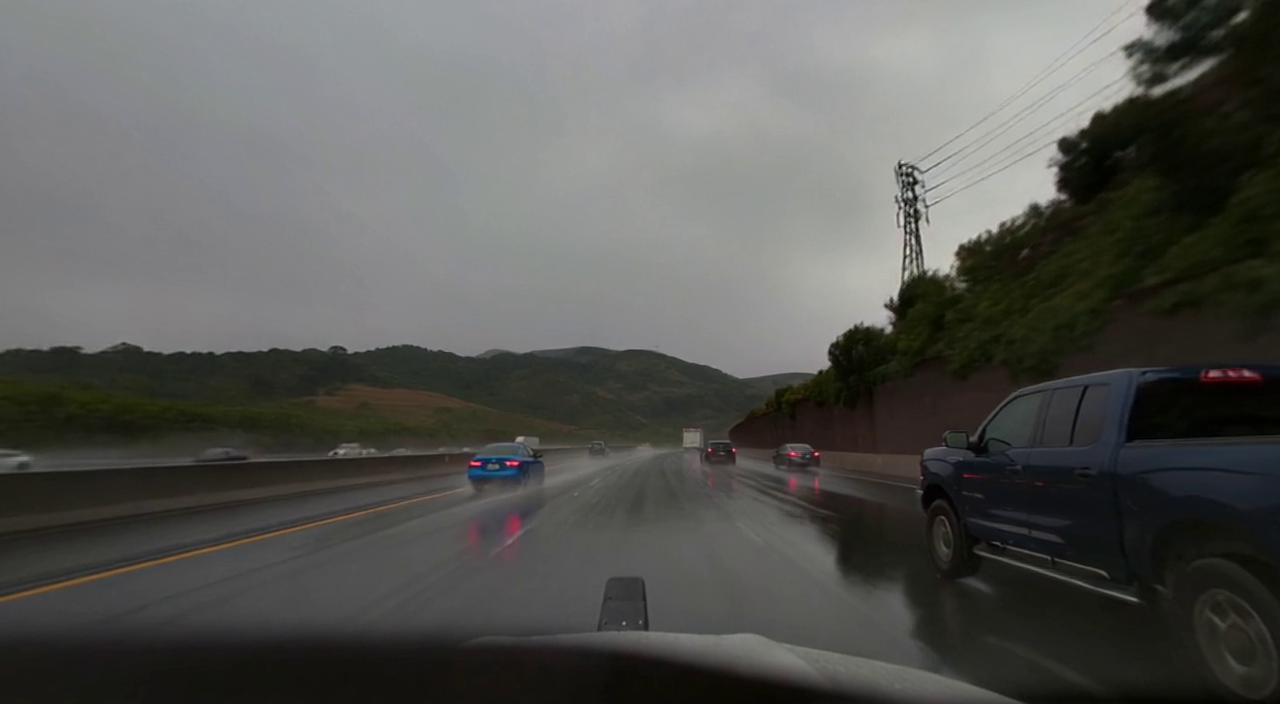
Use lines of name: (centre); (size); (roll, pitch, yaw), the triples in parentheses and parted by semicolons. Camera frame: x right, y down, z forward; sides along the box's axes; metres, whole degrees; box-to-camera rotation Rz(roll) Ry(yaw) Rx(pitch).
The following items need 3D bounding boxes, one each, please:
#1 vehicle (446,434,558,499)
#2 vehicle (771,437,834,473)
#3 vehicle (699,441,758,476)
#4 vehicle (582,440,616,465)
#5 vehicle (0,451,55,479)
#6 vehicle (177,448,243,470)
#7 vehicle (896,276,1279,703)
vehicle: (-3.819, 3.250, 18.365); (2.113, 1.636, 4.494); (-1, -8, 2)
vehicle: (8.030, 5.113, 31.566); (1.986, 1.633, 4.430); (0, -8, 0)
vehicle: (3.966, 4.837, 28.899); (2.046, 1.471, 4.333); (0, -8, 0)
vehicle: (-2.913, 7.285, 45.860); (2.021, 1.679, 4.310); (-1, -8, 3)
vehicle: (-34.286, 6.041, 33.871); (1.686, 1.423, 4.192); (0, -8, 1)
vehicle: (-30.176, 7.495, 44.402); (1.719, 1.419, 4.075); (0, -8, 2)
vehicle: (3.449, 0.820, 3.265); (2.098, 1.925, 5.171); (0, -8, 1)
